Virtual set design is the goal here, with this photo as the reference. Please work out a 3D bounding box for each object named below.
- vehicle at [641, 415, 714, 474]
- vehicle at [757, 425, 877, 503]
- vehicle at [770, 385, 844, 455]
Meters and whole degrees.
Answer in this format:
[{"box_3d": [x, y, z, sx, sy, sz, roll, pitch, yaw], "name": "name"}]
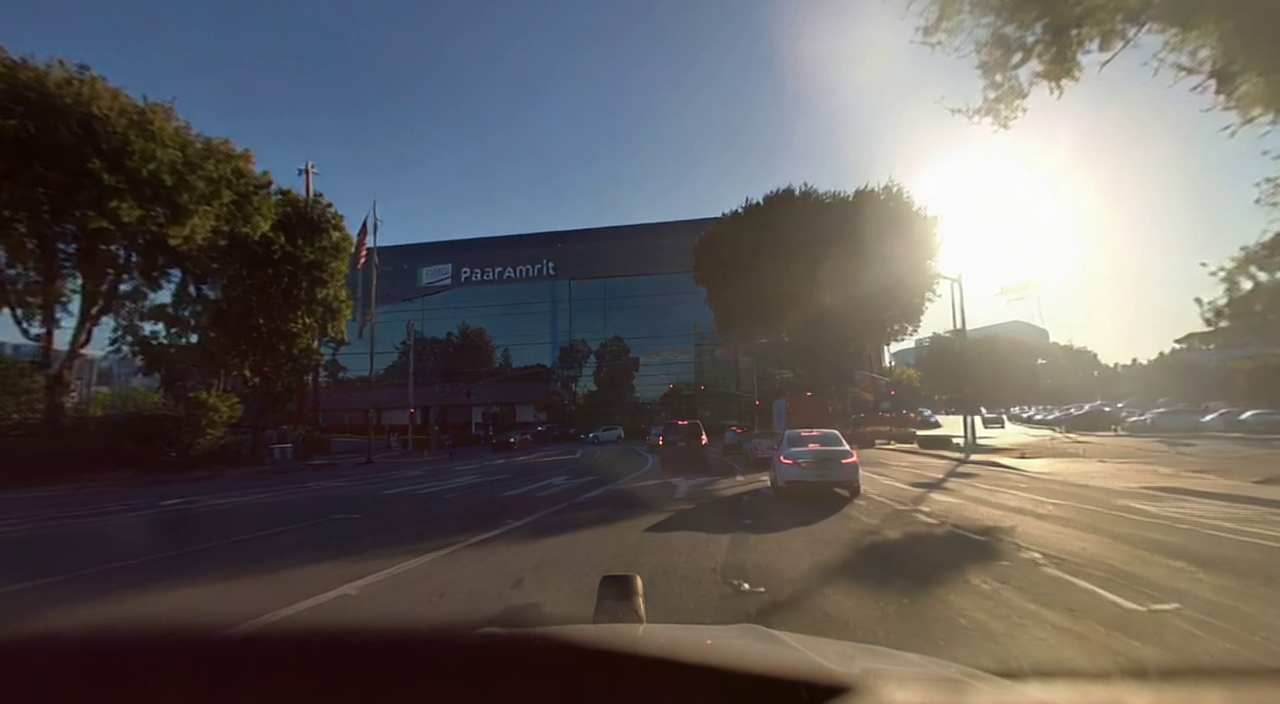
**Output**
[{"box_3d": [1.472, 3.360, 22.745, 2.188, 1.892, 4.488, -1, -9, 9], "name": "vehicle"}, {"box_3d": [3.867, 2.533, 14.599, 2.109, 1.500, 4.585, -1, -9, 9], "name": "vehicle"}, {"box_3d": [10.307, 4.500, 39.864, 2.965, 3.900, 9.064, -1, -9, 5], "name": "vehicle"}]
